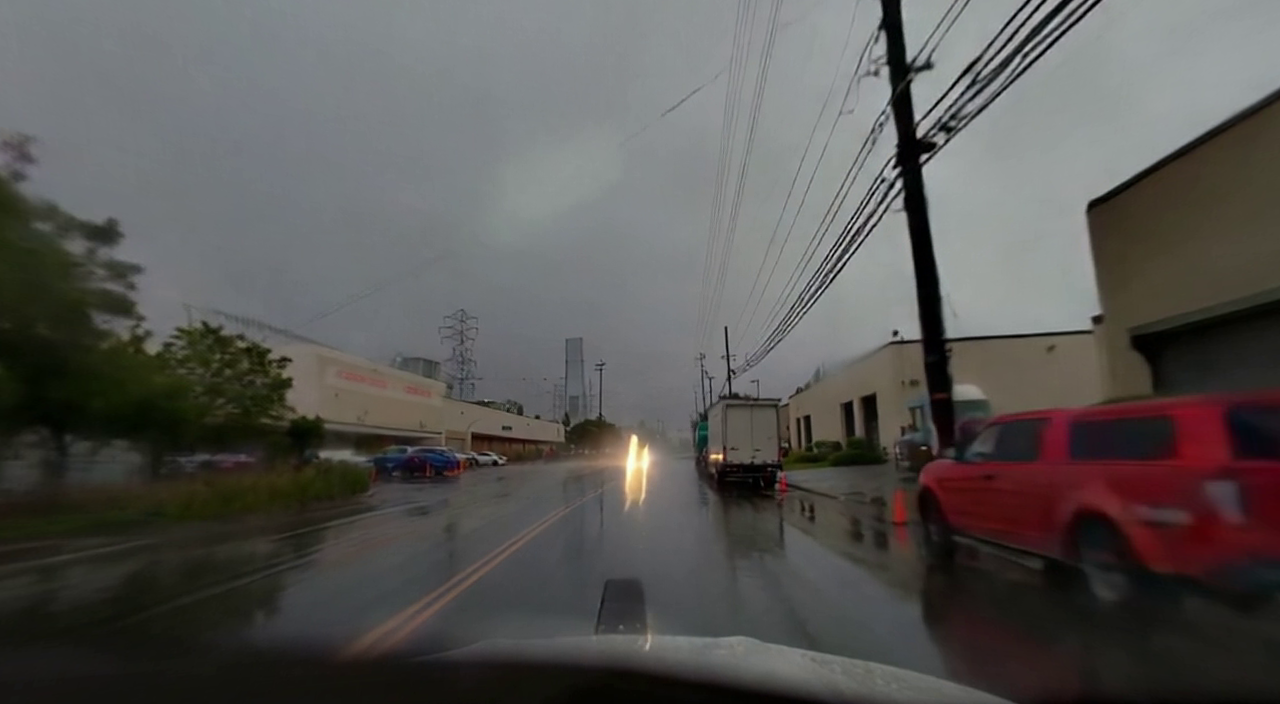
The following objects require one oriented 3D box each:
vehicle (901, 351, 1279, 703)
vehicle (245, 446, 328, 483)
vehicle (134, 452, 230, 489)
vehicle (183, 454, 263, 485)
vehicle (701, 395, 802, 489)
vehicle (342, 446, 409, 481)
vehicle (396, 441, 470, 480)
[{"bbox_3d":[4.185,1.208,5.277,1.963,1.803,4.708,0,-8,0],"label":"vehicle"},{"bbox_3d":[-19.797,6.283,35.703,2.026,1.885,4.932,0,-8,-3],"label":"vehicle"},{"bbox_3d":[-25.128,6.489,34.905,2.092,1.806,4.601,0,-9,-5],"label":"vehicle"},{"bbox_3d":[-22.546,6.358,34.341,1.833,1.454,3.782,0,-8,-1],"label":"vehicle"},{"bbox_3d":[4.318,3.741,26.271,2.871,3.301,7.433,0,-8,1],"label":"vehicle"},{"bbox_3d":[-14.659,6.167,35.266,1.971,1.789,4.360,0,-8,-2],"label":"vehicle"},{"bbox_3d":[-11.671,6.111,36.049,2.287,1.975,5.511,-1,-8,1],"label":"vehicle"}]
